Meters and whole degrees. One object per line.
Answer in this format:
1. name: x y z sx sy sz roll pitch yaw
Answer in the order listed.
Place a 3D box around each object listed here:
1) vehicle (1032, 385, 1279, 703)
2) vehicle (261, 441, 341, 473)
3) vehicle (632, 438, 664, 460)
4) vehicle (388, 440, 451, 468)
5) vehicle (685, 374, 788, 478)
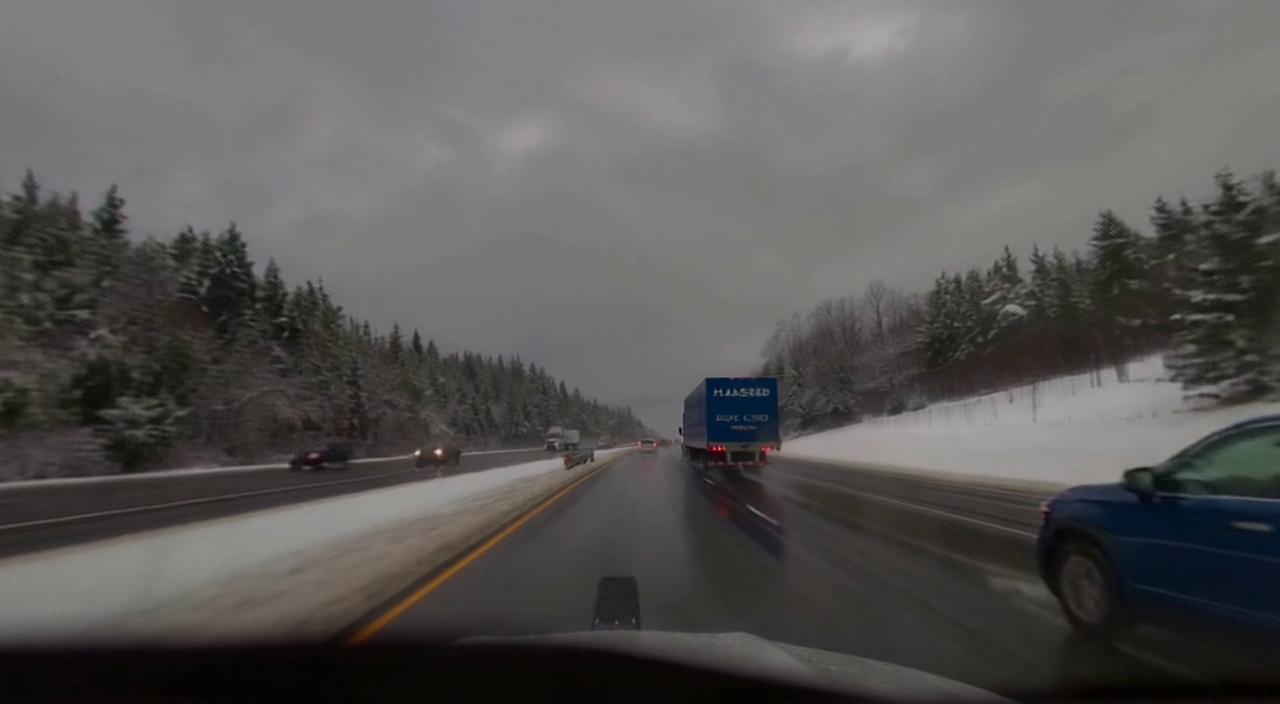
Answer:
1. vehicle: 3.982 0.889 2.515 2.028 1.573 4.207 0 -8 -1
2. vehicle: -18.248 5.643 34.174 1.882 1.605 4.237 0 -8 1
3. vehicle: 0.594 7.027 45.863 2.209 1.499 4.144 0 -8 1
4. vehicle: -13.790 6.389 39.719 2.059 1.632 4.713 -1 -8 3
5. vehicle: 4.303 3.847 31.860 3.171 4.072 13.784 0 -8 1
